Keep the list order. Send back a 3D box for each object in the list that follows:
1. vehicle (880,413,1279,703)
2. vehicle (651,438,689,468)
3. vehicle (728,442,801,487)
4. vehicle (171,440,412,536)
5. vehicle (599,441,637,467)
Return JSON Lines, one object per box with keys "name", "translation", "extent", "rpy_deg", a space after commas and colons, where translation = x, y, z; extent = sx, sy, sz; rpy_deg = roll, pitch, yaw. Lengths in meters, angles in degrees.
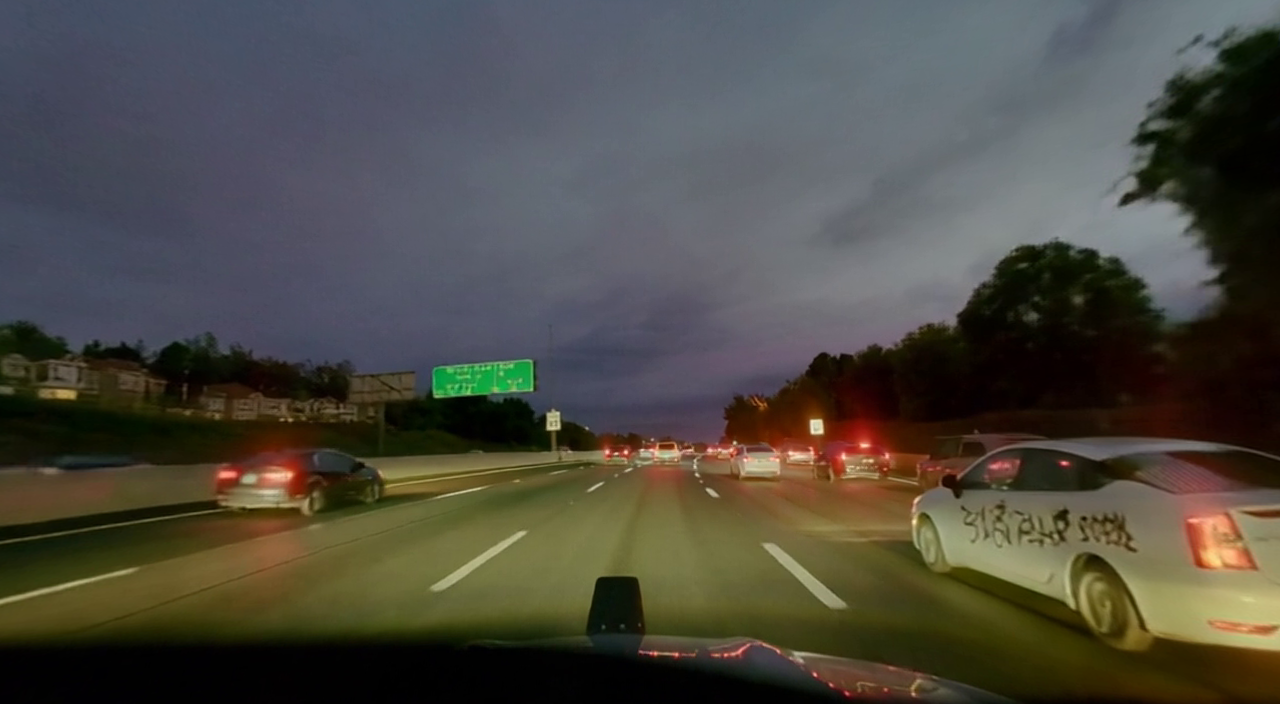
{"name": "vehicle", "translation": [3.691, 1.354, 5.065], "extent": [1.912, 1.509, 4.291], "rpy_deg": [0, -8, 1]}
{"name": "vehicle", "translation": [1.837, 6.168, 38.704], "extent": [2.183, 1.764, 4.134], "rpy_deg": [0, -8, 3]}
{"name": "vehicle", "translation": [4.388, 4.001, 22.776], "extent": [1.854, 1.438, 3.954], "rpy_deg": [0, -8, 1]}
{"name": "vehicle", "translation": [-6.395, 2.495, 12.342], "extent": [2.050, 1.507, 4.375], "rpy_deg": [0, -8, 3]}
{"name": "vehicle", "translation": [-1.468, 7.109, 44.210], "extent": [2.070, 1.740, 4.678], "rpy_deg": [-1, -8, 6]}
